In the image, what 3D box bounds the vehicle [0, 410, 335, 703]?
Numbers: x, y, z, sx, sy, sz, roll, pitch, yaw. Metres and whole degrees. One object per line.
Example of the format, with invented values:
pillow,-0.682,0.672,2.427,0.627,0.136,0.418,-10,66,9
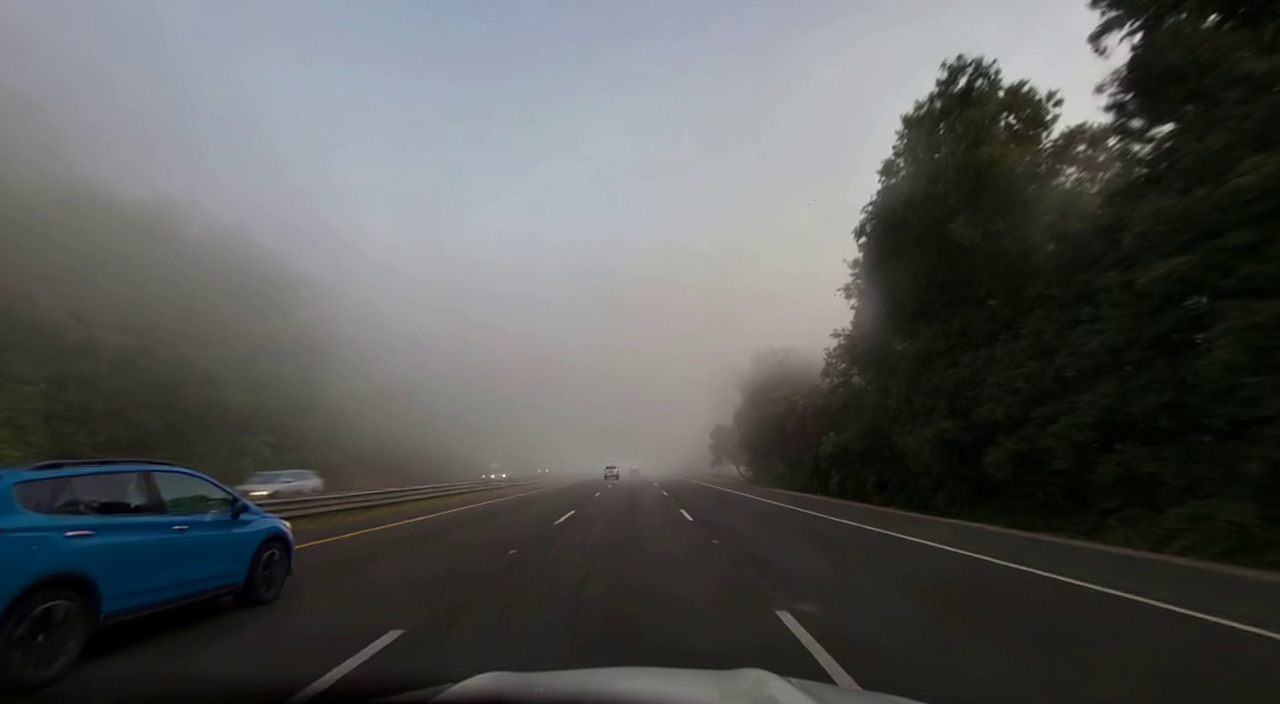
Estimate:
vehicle,-4.010,1.267,4.249,1.797,1.532,4.072,1,-10,0
